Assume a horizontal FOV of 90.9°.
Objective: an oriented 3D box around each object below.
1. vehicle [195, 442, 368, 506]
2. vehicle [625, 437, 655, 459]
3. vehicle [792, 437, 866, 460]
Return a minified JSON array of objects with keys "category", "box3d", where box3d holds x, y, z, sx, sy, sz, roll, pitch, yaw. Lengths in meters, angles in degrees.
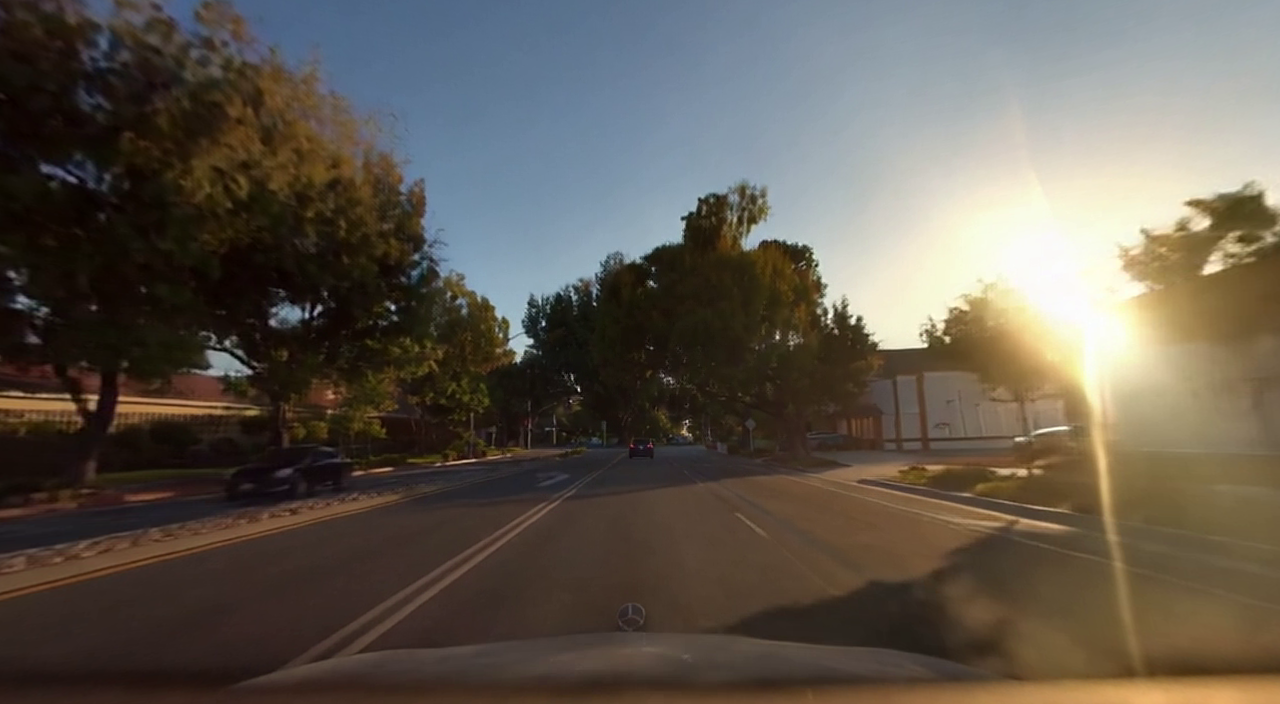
[{"category":"vehicle","box3d":[-9.300,3.156,16.889,1.946,1.470,4.443,0,-8,1]},{"category":"vehicle","box3d":[0.073,7.391,48.576,2.196,1.646,4.109,0,-8,1]},{"category":"vehicle","box3d":[14.192,7.220,47.442,5.001,1.554,1.961,-3,-8,31]}]
